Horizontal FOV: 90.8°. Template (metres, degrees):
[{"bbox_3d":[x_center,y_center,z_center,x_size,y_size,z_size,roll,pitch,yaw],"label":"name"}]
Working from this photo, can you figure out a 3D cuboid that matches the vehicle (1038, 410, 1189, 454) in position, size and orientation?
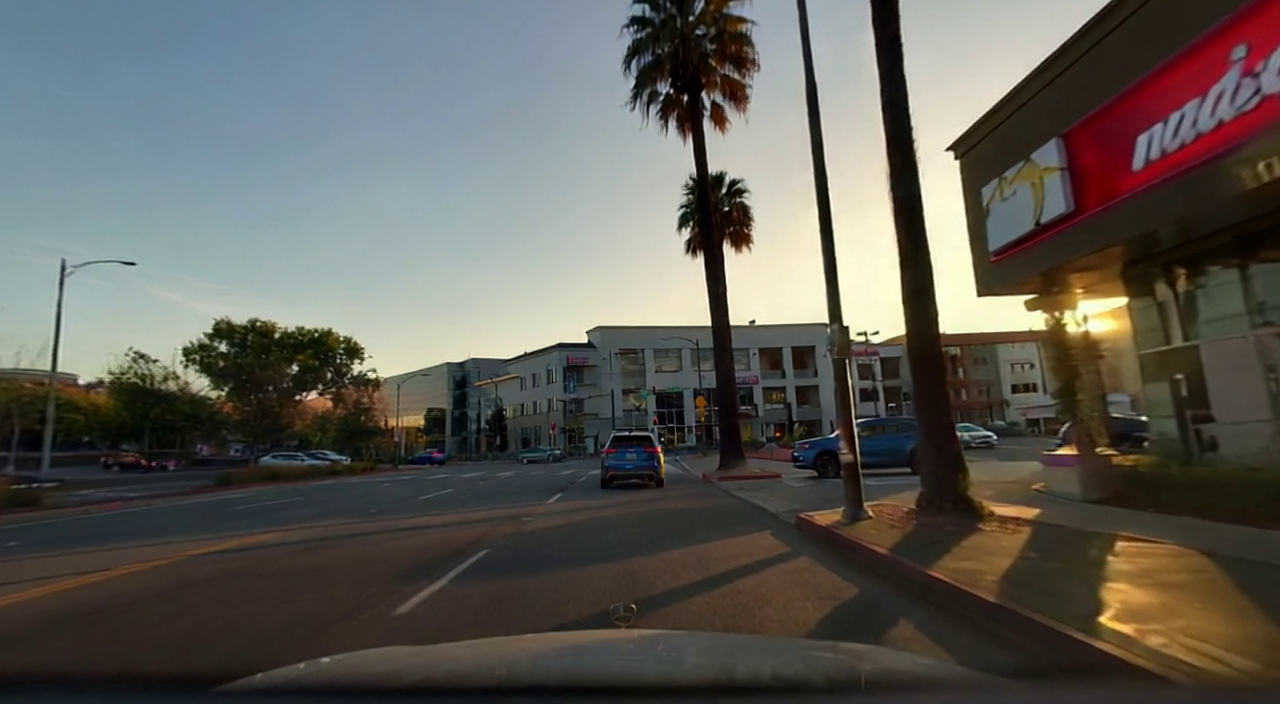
[{"bbox_3d":[19.947,3.489,27.054,2.080,1.702,5.430,0,-9,-3],"label":"vehicle"}]

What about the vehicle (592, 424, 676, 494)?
[{"bbox_3d":[-0.195,3.134,18.736,2.234,1.818,3.869,0,-9,-1],"label":"vehicle"}]

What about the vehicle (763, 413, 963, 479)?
[{"bbox_3d":[6.187,2.686,18.032,4.828,1.733,2.231,0,-9,-1],"label":"vehicle"}]

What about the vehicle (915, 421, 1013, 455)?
[{"bbox_3d":[16.378,4.357,31.832,4.918,1.595,2.213,6,-11,-34],"label":"vehicle"}]

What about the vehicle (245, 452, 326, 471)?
[{"bbox_3d":[-26.836,8.268,47.998,5.154,1.343,1.943,4,-9,-23],"label":"vehicle"}]

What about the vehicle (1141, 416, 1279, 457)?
[{"bbox_3d":[24.168,3.597,26.747,1.867,1.571,4.153,3,-9,-20],"label":"vehicle"}]
